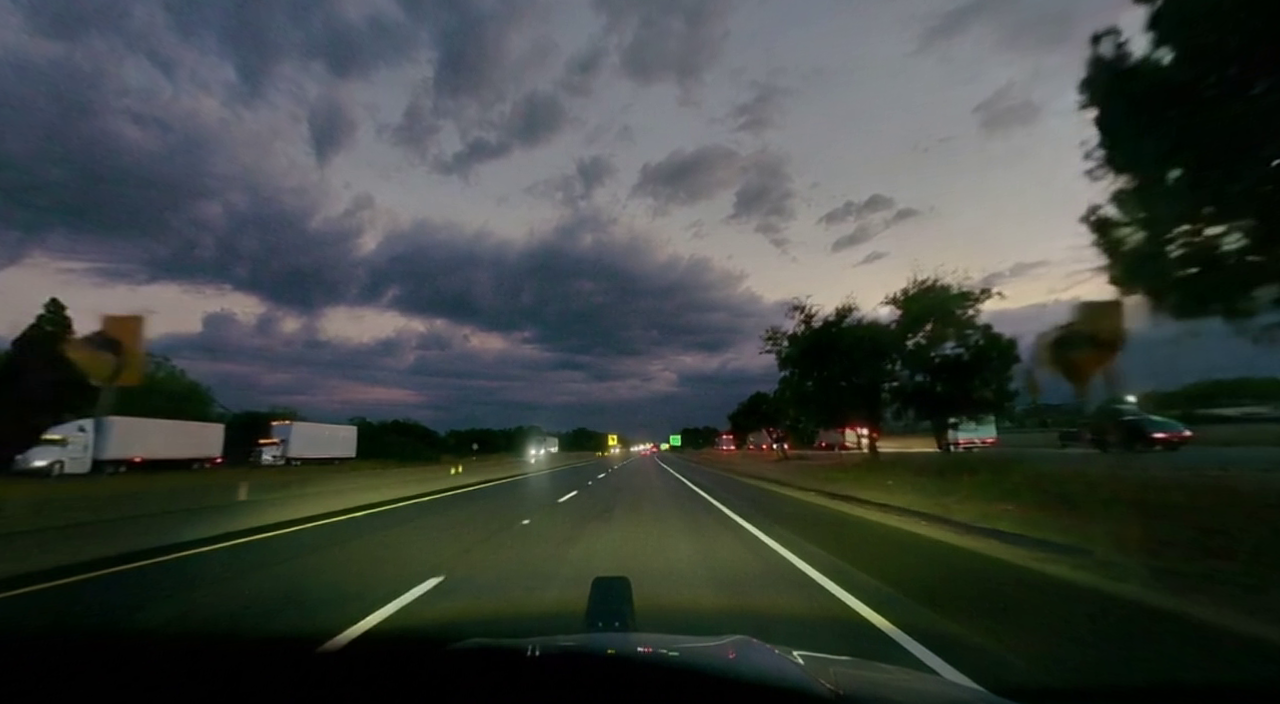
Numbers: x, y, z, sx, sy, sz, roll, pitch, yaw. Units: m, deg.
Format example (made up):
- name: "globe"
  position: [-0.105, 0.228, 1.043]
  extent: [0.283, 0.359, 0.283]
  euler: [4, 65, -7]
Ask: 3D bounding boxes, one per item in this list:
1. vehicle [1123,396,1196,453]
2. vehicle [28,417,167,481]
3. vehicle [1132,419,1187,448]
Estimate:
- name: "vehicle"
  position: [35.301, 5.072, 42.635]
  extent: [2.793, 3.430, 10.146]
  euler: [-9, -12, 43]
- name: "vehicle"
  position: [-38.303, 6.880, 44.936]
  extent: [3.269, 4.141, 7.075]
  euler: [0, -9, 1]
- name: "vehicle"
  position: [33.319, 5.267, 40.360]
  extent: [2.081, 1.698, 4.845]
  euler: [-9, -13, 44]
